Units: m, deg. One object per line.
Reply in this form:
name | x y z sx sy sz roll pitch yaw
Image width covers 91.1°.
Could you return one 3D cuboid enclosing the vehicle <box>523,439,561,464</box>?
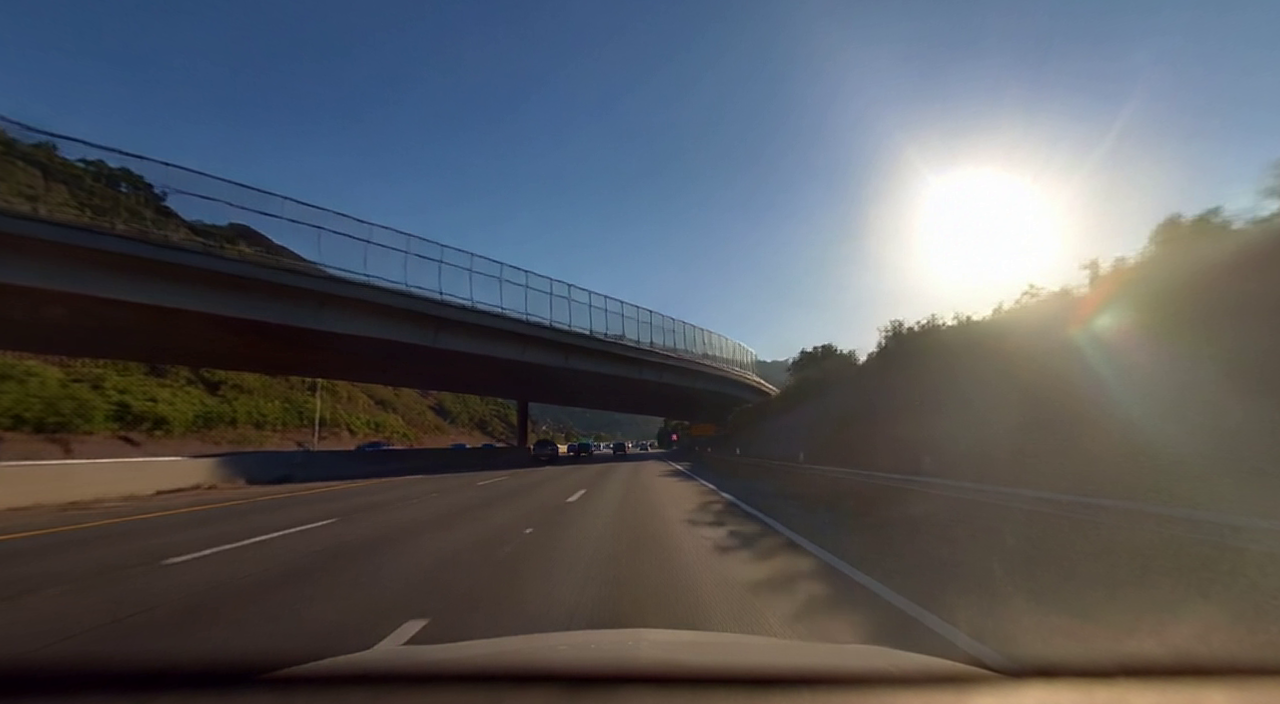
vehicle | -6.785 6.912 43.865 1.972 1.660 4.254 0 -8 1
